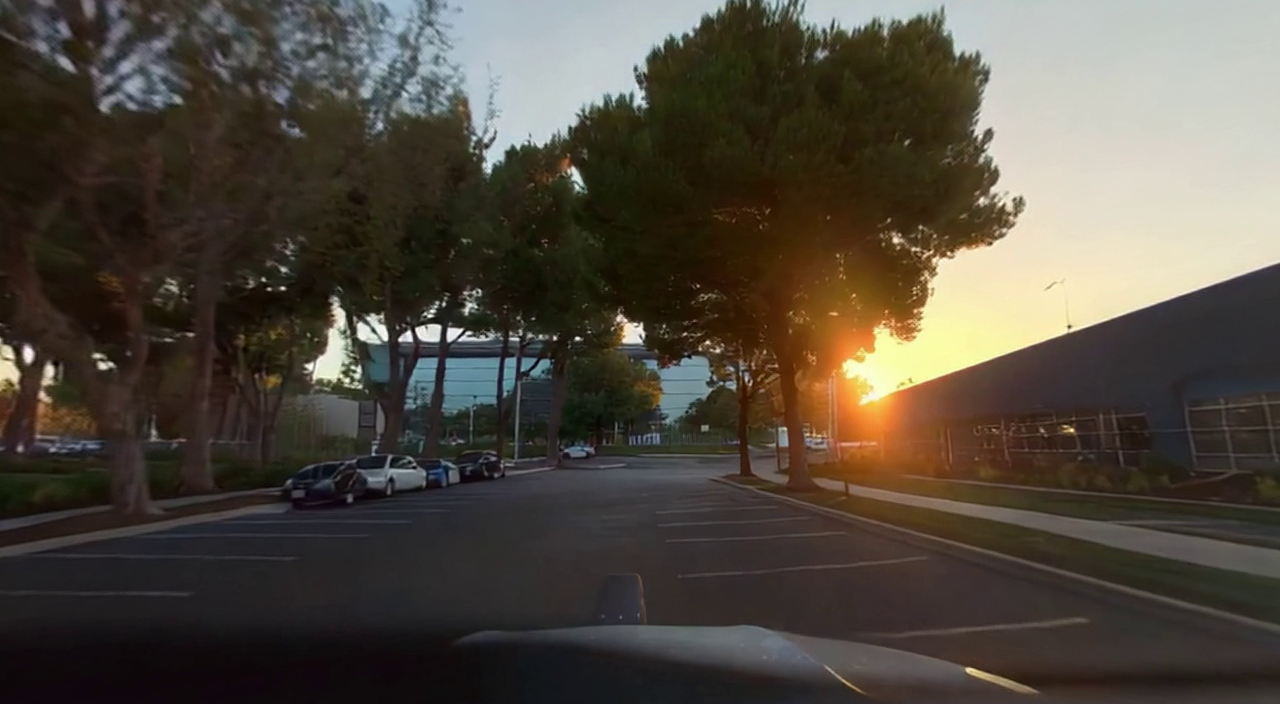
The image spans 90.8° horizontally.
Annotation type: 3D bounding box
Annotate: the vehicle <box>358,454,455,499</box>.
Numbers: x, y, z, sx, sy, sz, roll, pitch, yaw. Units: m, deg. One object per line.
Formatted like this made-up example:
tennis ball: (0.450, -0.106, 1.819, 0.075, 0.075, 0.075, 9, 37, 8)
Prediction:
vehicle: (-8.945, 4.776, 24.670, 2.038, 1.525, 4.383, 0, -8, 1)

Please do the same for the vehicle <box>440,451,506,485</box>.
vehicle: (-9.155, 6.370, 35.060, 2.360, 1.741, 4.912, 0, -9, -1)

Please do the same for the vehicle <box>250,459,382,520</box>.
vehicle: (-9.264, 3.923, 18.410, 1.938, 1.191, 3.630, -7, -7, -1)
